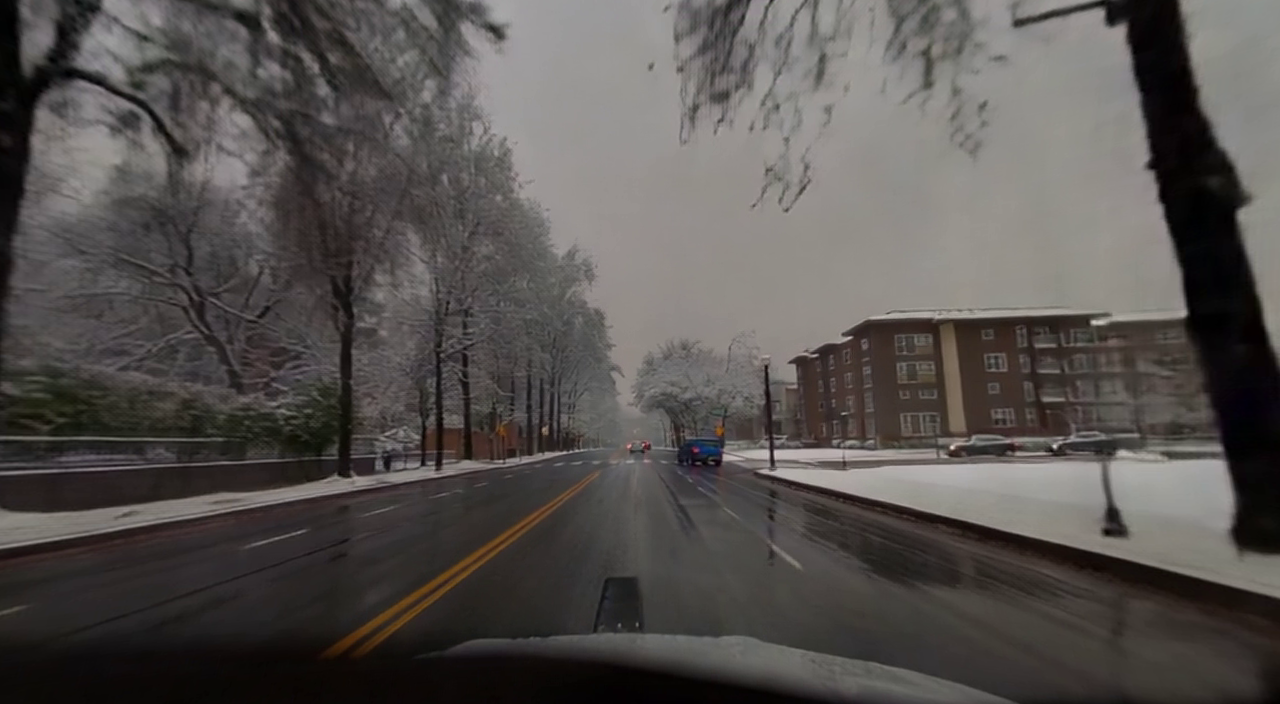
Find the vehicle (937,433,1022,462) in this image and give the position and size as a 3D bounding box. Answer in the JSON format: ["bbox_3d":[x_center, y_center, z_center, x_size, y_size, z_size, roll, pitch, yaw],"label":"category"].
[{"bbox_3d":[23.941,6.766,44.535,4.676,1.775,2.085,-2,-9,2],"label":"vehicle"}]

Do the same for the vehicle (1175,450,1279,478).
[{"bbox_3d":[33.328,6.322,35.572,4.305,1.464,1.875,0,-8,1],"label":"vehicle"}]

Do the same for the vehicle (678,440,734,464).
[{"bbox_3d":[4.818,7.381,46.518,1.981,1.703,3.691,8,-12,-43],"label":"vehicle"}]
